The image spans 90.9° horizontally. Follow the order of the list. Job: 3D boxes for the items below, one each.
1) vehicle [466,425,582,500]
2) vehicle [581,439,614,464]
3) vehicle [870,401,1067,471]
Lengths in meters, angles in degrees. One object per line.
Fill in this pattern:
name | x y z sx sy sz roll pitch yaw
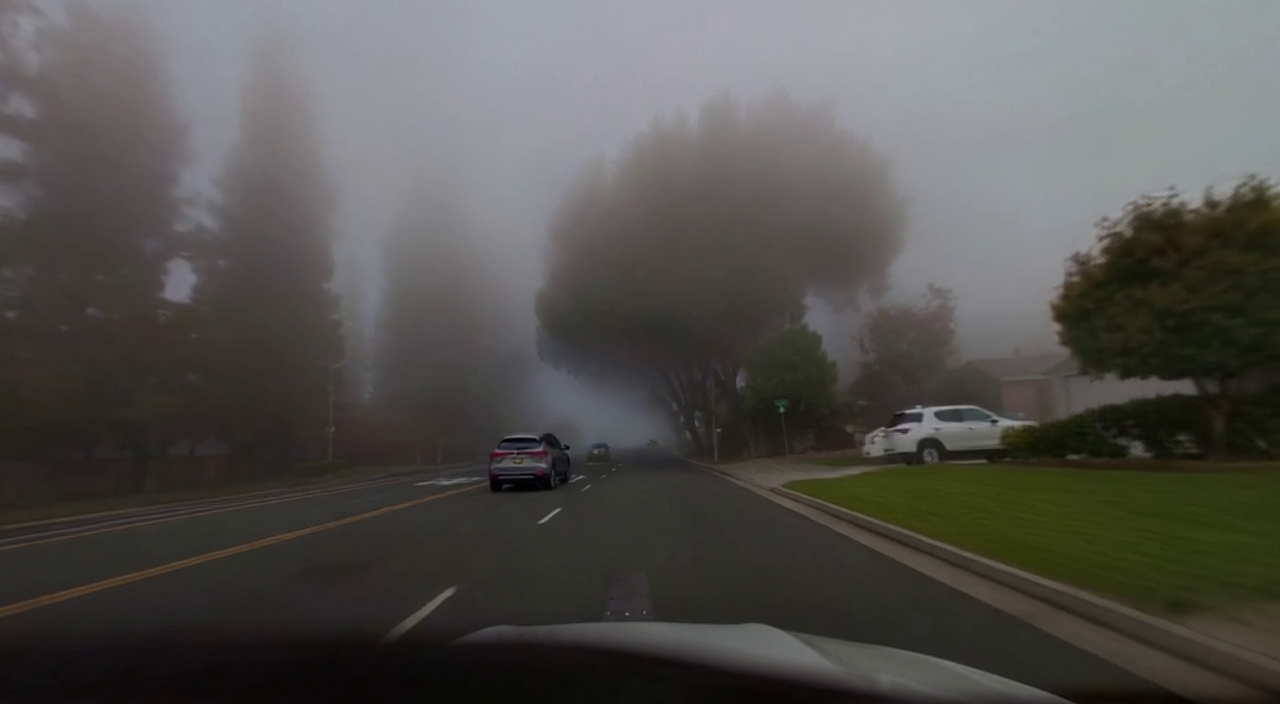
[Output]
vehicle | -2.955 2.952 17.230 2.190 1.766 4.394 0 -8 2
vehicle | -2.673 6.346 40.301 1.802 1.528 3.490 0 -8 1
vehicle | 10.014 2.583 19.531 4.944 2.023 1.973 0 -8 1
